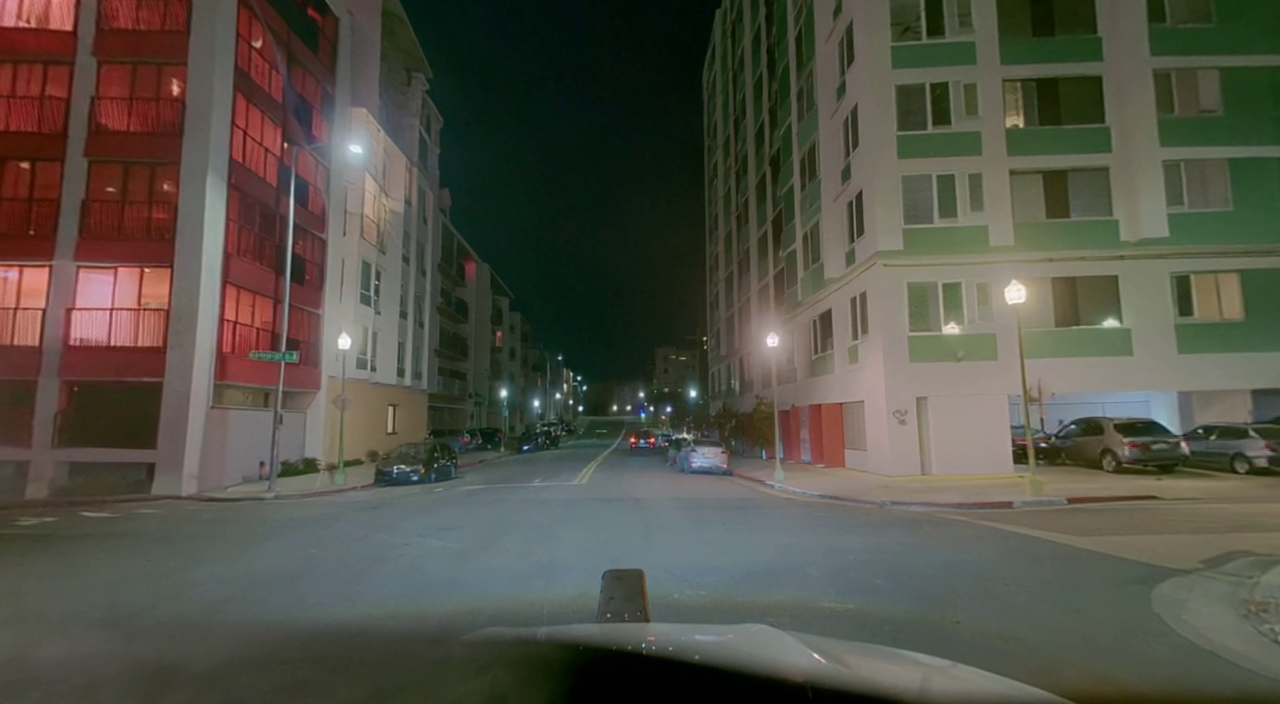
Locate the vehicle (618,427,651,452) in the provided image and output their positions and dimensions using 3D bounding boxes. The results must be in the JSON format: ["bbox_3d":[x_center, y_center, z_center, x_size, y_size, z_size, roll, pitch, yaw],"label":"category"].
[{"bbox_3d":[-0.434,6.691,48.033,2.412,1.834,4.636,0,-8,-1],"label":"vehicle"}]

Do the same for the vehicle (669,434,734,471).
[{"bbox_3d":[2.516,4.298,27.095,2.290,1.456,4.503,0,-8,-1],"label":"vehicle"}]

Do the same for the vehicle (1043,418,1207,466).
[{"bbox_3d":[15.370,2.892,20.139,3.752,1.453,1.709,0,-9,2],"label":"vehicle"}]

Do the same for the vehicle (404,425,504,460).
[{"bbox_3d":[-11.424,5.586,38.880,5.540,1.950,2.113,4,-12,-28],"label":"vehicle"}]
